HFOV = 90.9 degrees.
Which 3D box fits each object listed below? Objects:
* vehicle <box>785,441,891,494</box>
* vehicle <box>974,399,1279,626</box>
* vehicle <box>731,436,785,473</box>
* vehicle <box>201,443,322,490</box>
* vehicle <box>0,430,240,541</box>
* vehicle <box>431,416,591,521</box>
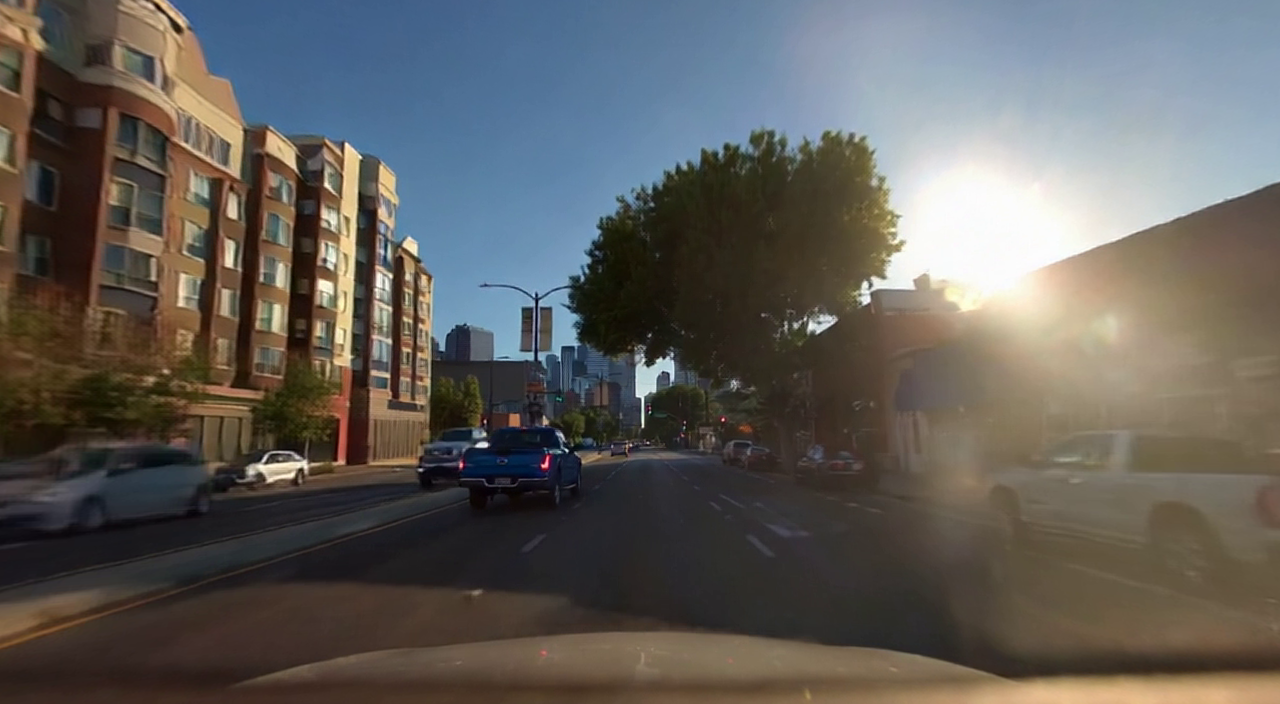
[{"bbox_3d":[6.193,3.636,20.256,1.988,1.514,3.962,0,-9,-1],"label":"vehicle"},{"bbox_3d":[5.963,1.555,6.959,2.018,1.743,4.529,0,-9,0],"label":"vehicle"},{"bbox_3d":[6.196,5.450,33.702,2.043,1.841,4.842,0,-9,1],"label":"vehicle"},{"bbox_3d":[-16.132,4.893,27.291,2.030,1.801,5.036,0,-9,1],"label":"vehicle"},{"bbox_3d":[-10.263,2.433,12.157,2.110,1.714,4.500,0,-9,0],"label":"vehicle"},{"bbox_3d":[-2.441,2.423,13.632,2.197,1.786,5.365,0,-9,1],"label":"vehicle"}]
